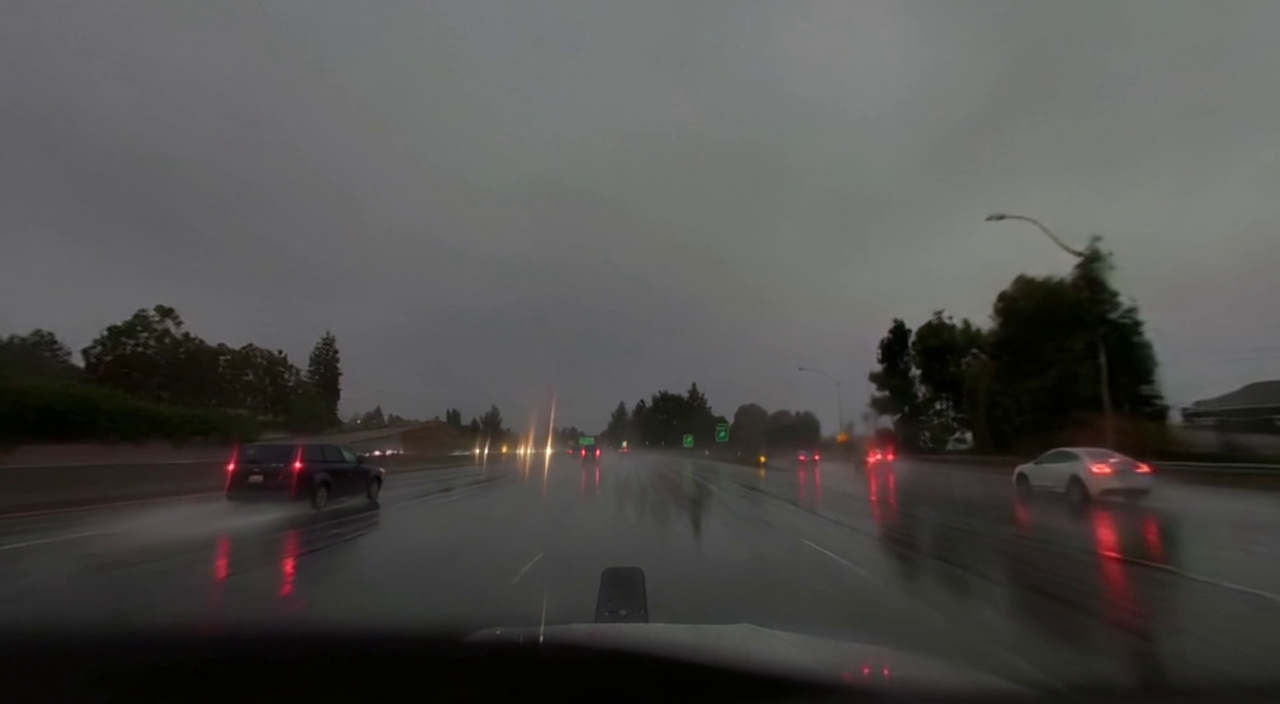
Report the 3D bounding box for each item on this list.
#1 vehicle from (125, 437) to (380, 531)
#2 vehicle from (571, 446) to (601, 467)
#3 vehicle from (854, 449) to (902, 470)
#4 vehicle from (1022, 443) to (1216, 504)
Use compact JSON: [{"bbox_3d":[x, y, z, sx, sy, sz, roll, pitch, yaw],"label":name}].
[{"bbox_3d":[-7.130,2.448,12.393,2.038,1.463,4.656,0,-8,0],"label":"vehicle"},{"bbox_3d":[-4.009,7.868,47.592,1.936,1.465,4.060,0,-8,0],"label":"vehicle"},{"bbox_3d":[17.338,7.829,46.179,1.950,1.462,4.391,0,-8,3],"label":"vehicle"},{"bbox_3d":[13.732,3.467,18.582,2.201,1.535,4.735,0,-8,4],"label":"vehicle"}]
